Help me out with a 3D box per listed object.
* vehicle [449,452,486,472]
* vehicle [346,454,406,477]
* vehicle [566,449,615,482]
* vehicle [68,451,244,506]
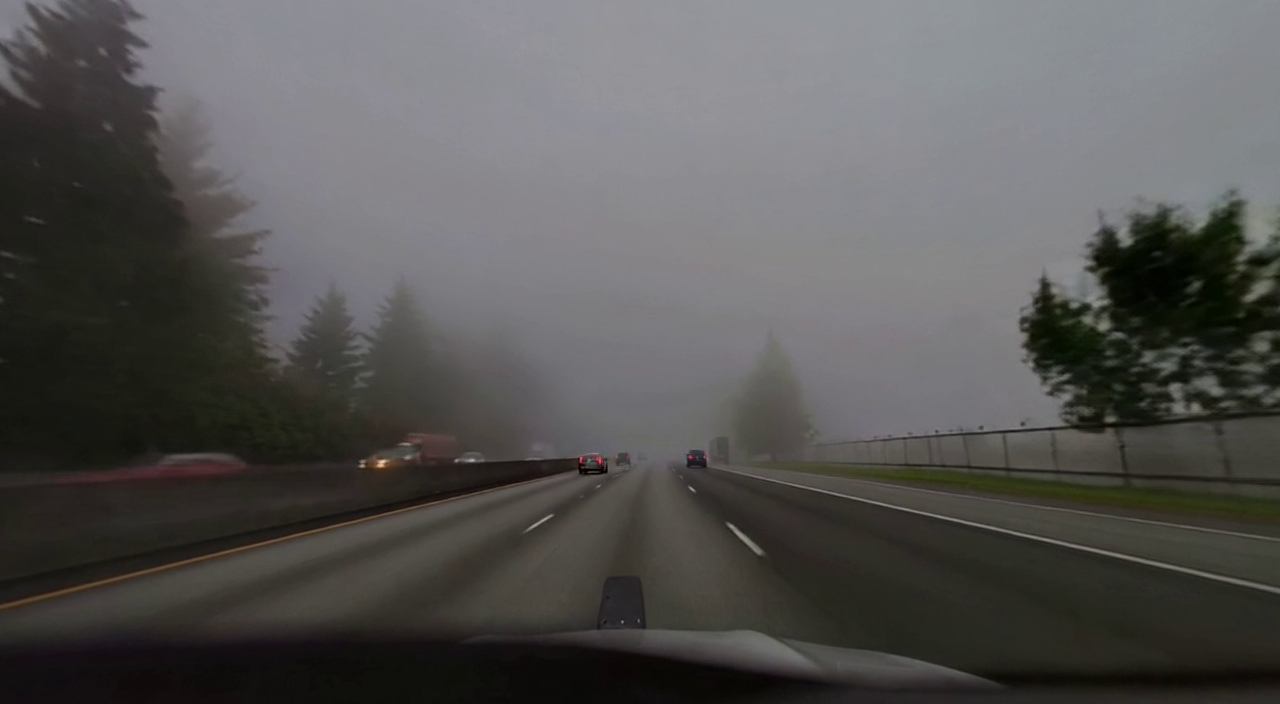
[{"bbox_3d":[-13.336,8.512,48.991,1.728,1.475,3.566,-1,-9,3],"label":"vehicle"},{"bbox_3d":[-17.706,7.602,42.481,1.959,1.448,4.503,0,-9,2],"label":"vehicle"},{"bbox_3d":[-2.348,5.551,31.158,2.035,1.513,4.272,0,-9,1],"label":"vehicle"},{"bbox_3d":[-14.402,3.756,19.144,1.795,1.449,4.364,0,-9,1],"label":"vehicle"}]
